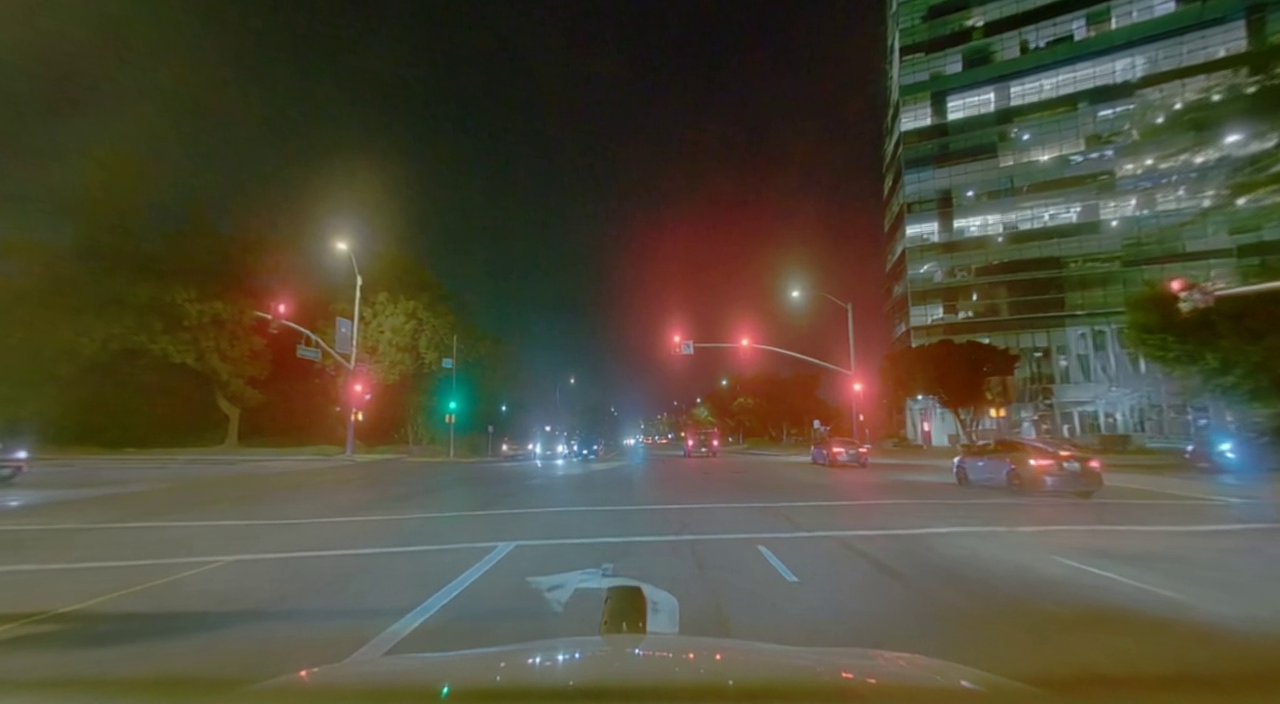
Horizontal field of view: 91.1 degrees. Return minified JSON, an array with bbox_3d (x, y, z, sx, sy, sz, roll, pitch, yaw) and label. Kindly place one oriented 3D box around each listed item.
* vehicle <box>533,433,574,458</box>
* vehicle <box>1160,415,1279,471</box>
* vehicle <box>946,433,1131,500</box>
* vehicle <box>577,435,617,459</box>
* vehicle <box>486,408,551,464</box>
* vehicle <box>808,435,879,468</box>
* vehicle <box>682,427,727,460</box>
[{"bbox_3d":[-6.075,6.618,44.471,2.182,1.677,4.384,0,-8,1],"label":"vehicle"},{"bbox_3d":[23.941,3.478,23.794,6.170,1.978,2.399,0,-10,0],"label":"vehicle"},{"bbox_3d":[9.892,2.855,16.092,1.896,1.463,4.296,0,-8,0],"label":"vehicle"},{"bbox_3d":[-2.746,6.195,41.177,2.147,1.481,4.331,0,-8,2],"label":"vehicle"},{"bbox_3d":[-9.215,6.339,48.610,3.191,3.314,7.914,-5,-2,0],"label":"vehicle"},{"bbox_3d":[9.507,4.671,29.680,1.860,1.460,4.379,0,-8,0],"label":"vehicle"},{"bbox_3d":[3.753,5.446,37.337,2.203,1.801,4.331,0,-8,0],"label":"vehicle"}]
